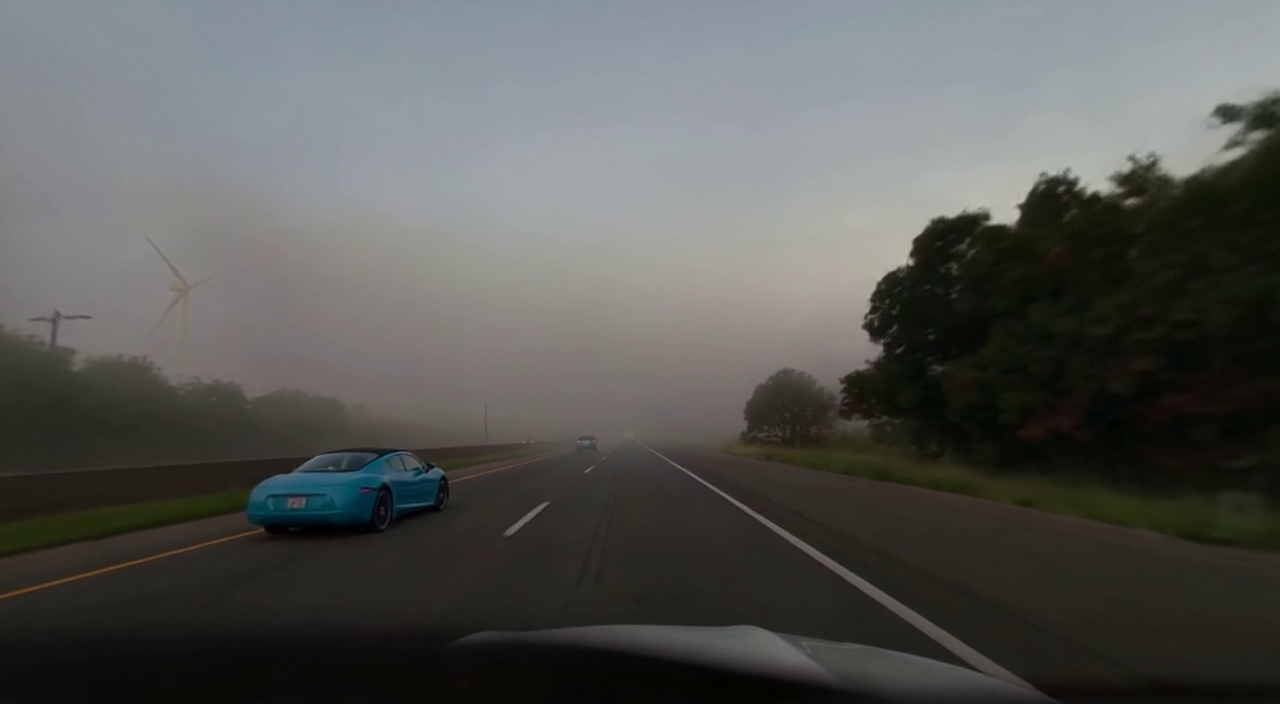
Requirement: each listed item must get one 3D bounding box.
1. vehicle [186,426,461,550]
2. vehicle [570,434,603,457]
[{"bbox_3d":[-4.245,1.856,9.399,1.969,1.413,4.194,0,-8,-1],"label":"vehicle"},{"bbox_3d":[-3.560,6.305,42.458,2.024,1.456,3.754,0,-8,-2],"label":"vehicle"}]
